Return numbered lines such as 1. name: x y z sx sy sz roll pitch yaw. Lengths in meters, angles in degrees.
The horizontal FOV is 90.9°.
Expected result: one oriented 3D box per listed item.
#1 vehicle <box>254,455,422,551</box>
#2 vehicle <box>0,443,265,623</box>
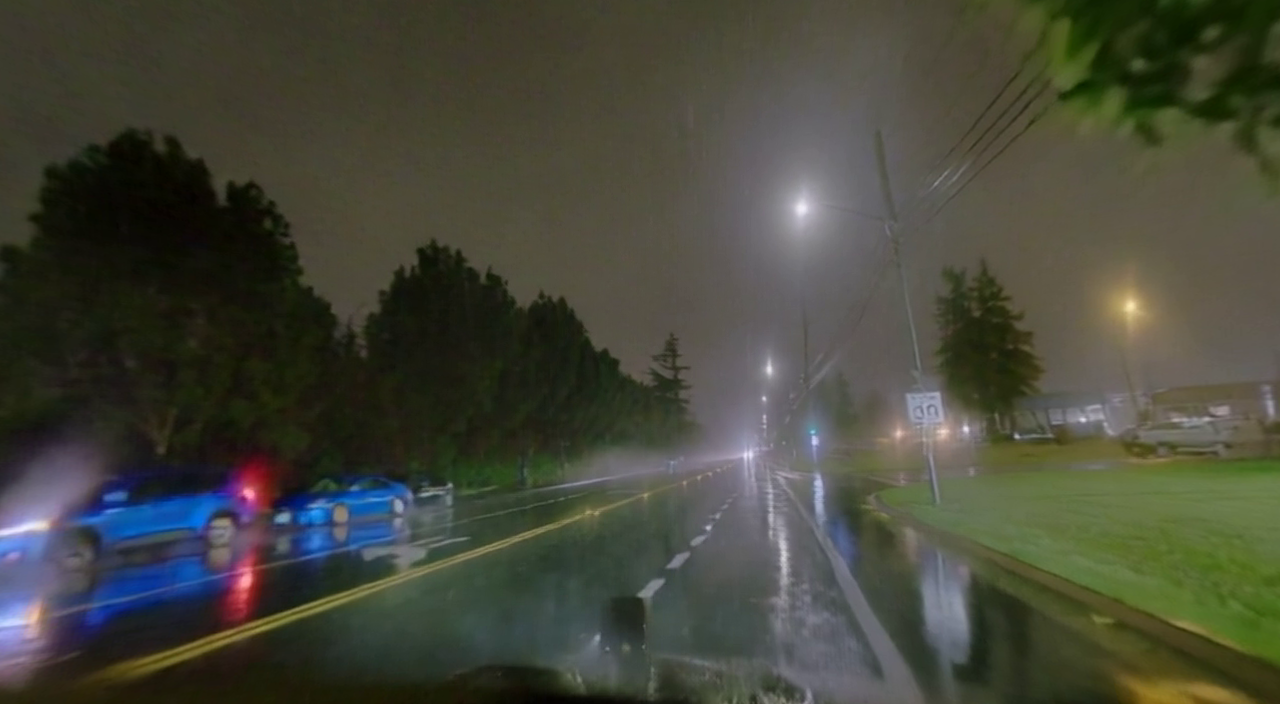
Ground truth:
1. vehicle: -8.660 4.297 18.596 2.087 1.700 4.467 -6 -2 11
2. vehicle: -10.071 3.154 12.028 2.159 1.959 5.179 -6 -1 6
